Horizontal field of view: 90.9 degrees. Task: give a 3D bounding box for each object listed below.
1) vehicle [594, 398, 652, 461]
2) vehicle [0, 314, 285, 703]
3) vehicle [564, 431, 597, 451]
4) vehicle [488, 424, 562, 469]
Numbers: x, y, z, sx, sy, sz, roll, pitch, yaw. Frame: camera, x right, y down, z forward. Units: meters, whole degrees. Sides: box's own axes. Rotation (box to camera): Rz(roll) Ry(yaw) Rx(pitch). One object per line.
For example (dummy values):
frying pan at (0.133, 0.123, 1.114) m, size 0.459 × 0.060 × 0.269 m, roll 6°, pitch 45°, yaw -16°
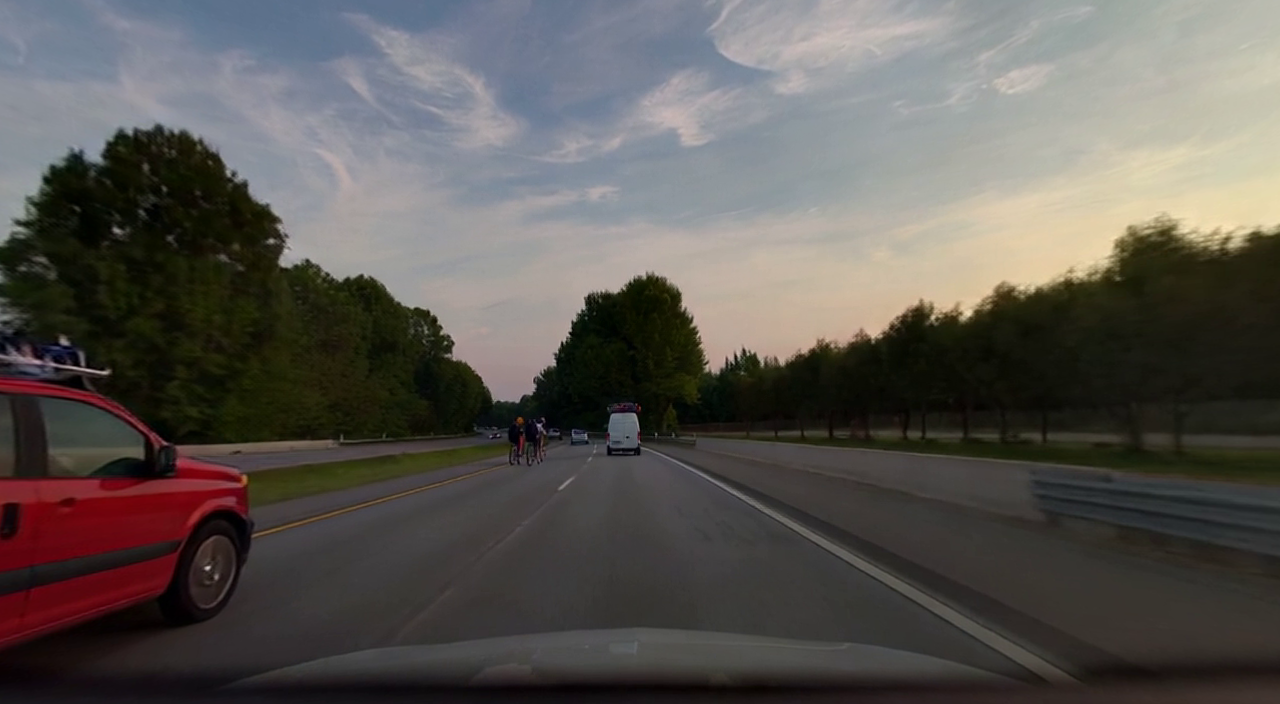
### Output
vehicle at (-0.922, 3.997, 32.271) m, size 2.647 × 2.896 × 6.480 m, roll 0°, pitch -8°, yaw -3°
vehicle at (-3.650, 0.684, 2.274) m, size 2.069 × 1.751 × 4.720 m, roll 0°, pitch -8°, yaw -2°
vehicle at (-4.544, 6.865, 48.834) m, size 2.251 × 1.459 × 4.236 m, roll 0°, pitch -8°, yaw -2°
vehicle at (-4.421, 3.712, 24.957) m, size 2.110 × 1.636 × 4.453 m, roll 0°, pitch -8°, yaw -1°
